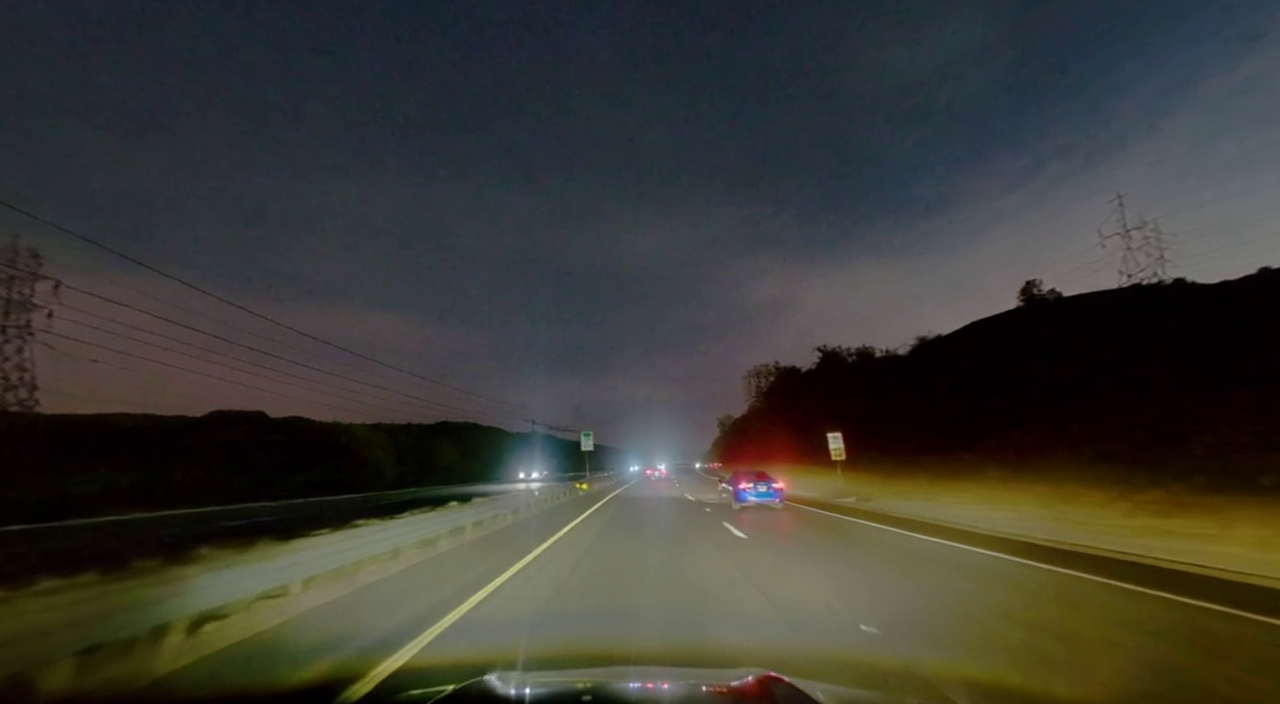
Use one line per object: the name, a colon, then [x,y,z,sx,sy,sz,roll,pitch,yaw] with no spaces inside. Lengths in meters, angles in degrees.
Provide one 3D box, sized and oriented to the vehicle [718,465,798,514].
vehicle: [4.043,4.798,22.187,1.985,1.521,3.904,1,-10,-1]
